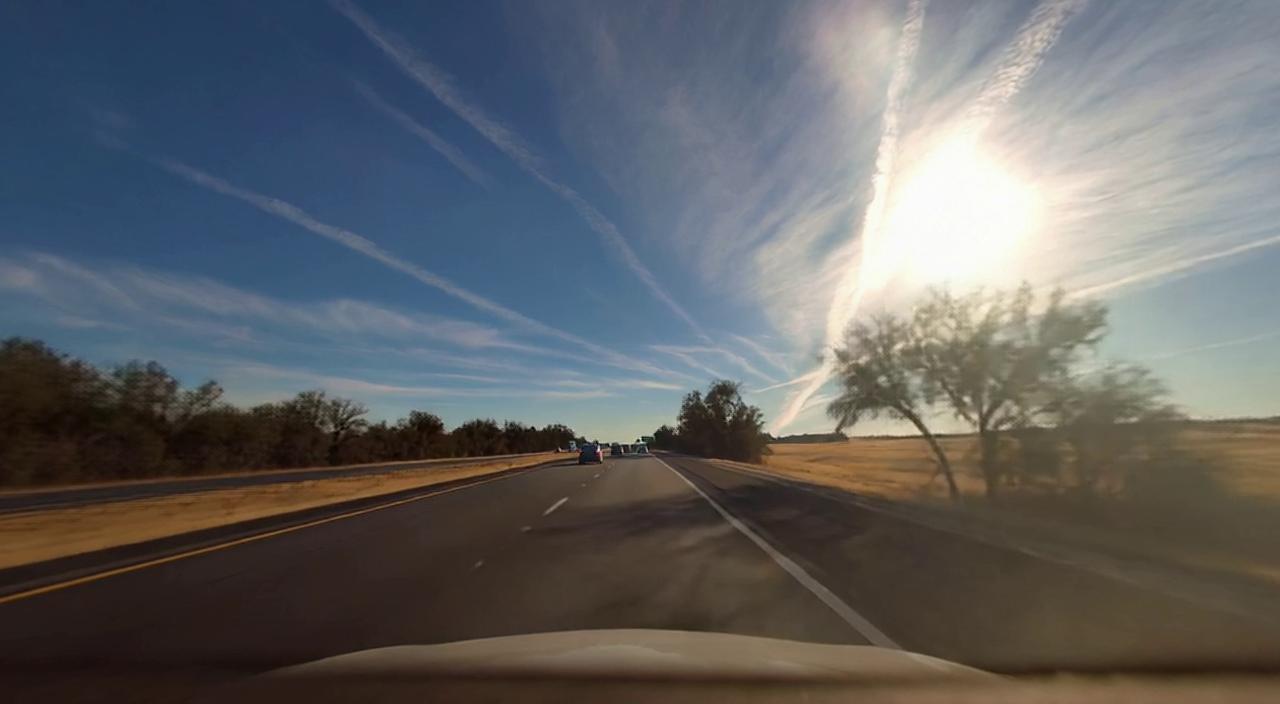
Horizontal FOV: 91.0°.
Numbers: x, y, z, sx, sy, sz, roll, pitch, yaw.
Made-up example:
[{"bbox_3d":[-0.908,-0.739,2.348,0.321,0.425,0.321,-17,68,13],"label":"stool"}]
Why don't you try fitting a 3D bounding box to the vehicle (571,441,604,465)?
[{"bbox_3d":[-3.918,7.640,47.632,2.132,1.701,4.303,0,-9,0],"label":"vehicle"}]
